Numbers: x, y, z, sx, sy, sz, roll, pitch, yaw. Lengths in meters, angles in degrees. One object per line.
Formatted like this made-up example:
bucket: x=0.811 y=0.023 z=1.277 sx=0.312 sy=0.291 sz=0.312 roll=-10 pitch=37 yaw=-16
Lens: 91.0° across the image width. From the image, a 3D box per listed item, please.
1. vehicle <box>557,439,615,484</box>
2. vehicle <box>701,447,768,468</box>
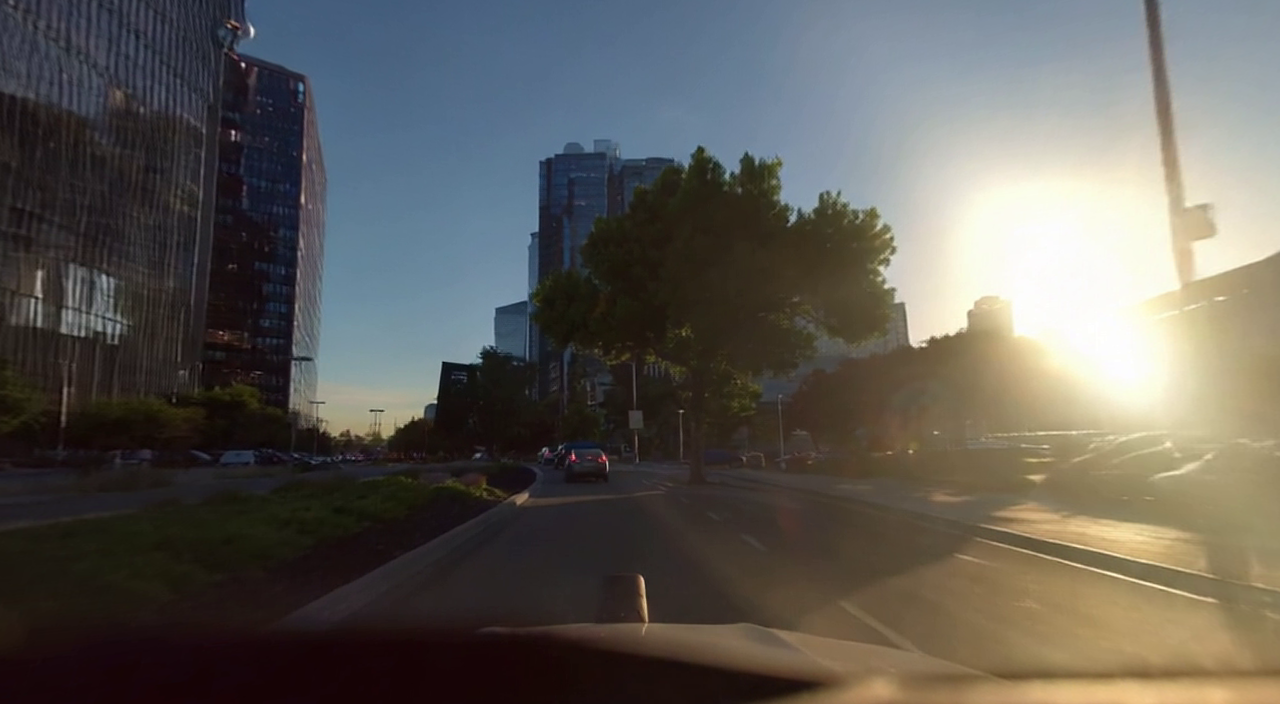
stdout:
vehicle: x=-2.256 y=4.533 z=26.386 sx=2.183 sy=1.675 sz=4.319 roll=1 pitch=-9 yaw=-5
vehicle: x=6.931 y=7.768 z=46.453 sx=4.645 sy=1.505 sz=2.100 roll=0 pitch=-9 yaw=0
